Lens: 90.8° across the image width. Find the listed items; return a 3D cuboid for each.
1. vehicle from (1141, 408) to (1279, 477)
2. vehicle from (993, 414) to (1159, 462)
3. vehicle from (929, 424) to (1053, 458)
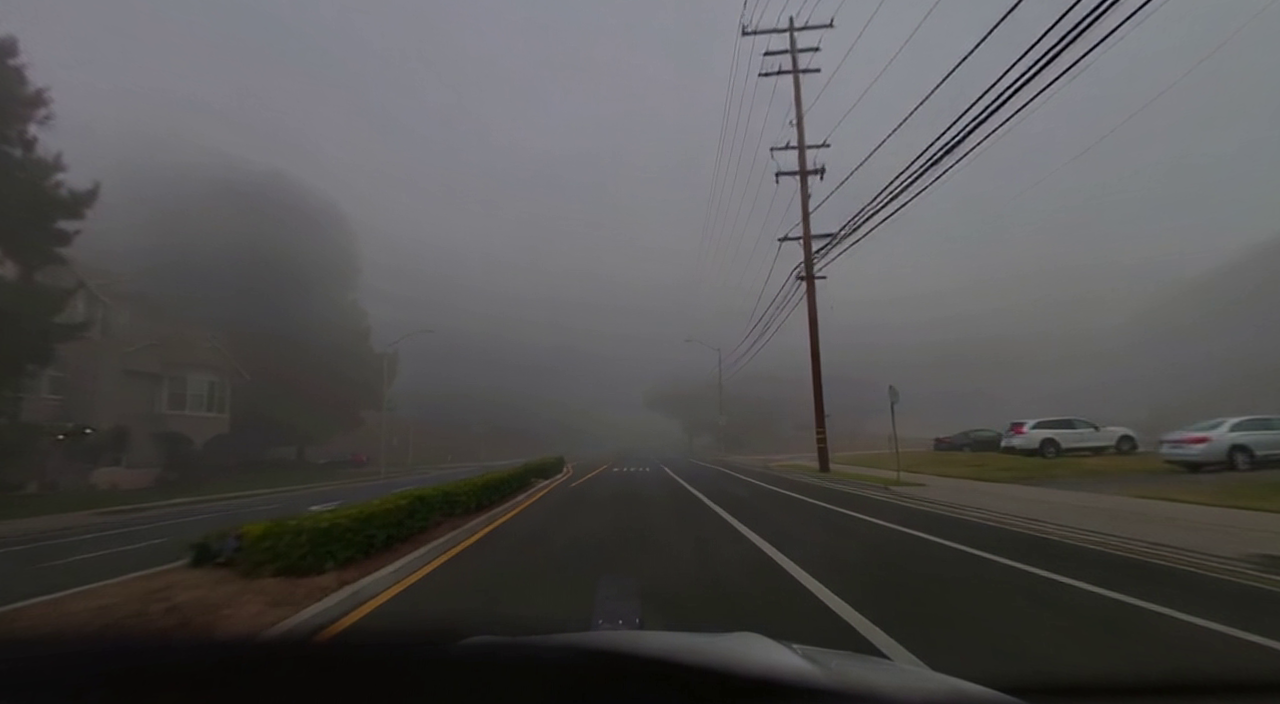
[{"bbox_3d":[16.698,2.431,17.032,4.560,1.725,2.096,0,-8,-2],"label":"vehicle"},{"bbox_3d":[16.820,3.350,24.572,4.833,1.786,2.136,0,-8,-1],"label":"vehicle"},{"bbox_3d":[16.605,4.230,30.065,4.681,1.541,2.049,0,-8,-3],"label":"vehicle"}]
